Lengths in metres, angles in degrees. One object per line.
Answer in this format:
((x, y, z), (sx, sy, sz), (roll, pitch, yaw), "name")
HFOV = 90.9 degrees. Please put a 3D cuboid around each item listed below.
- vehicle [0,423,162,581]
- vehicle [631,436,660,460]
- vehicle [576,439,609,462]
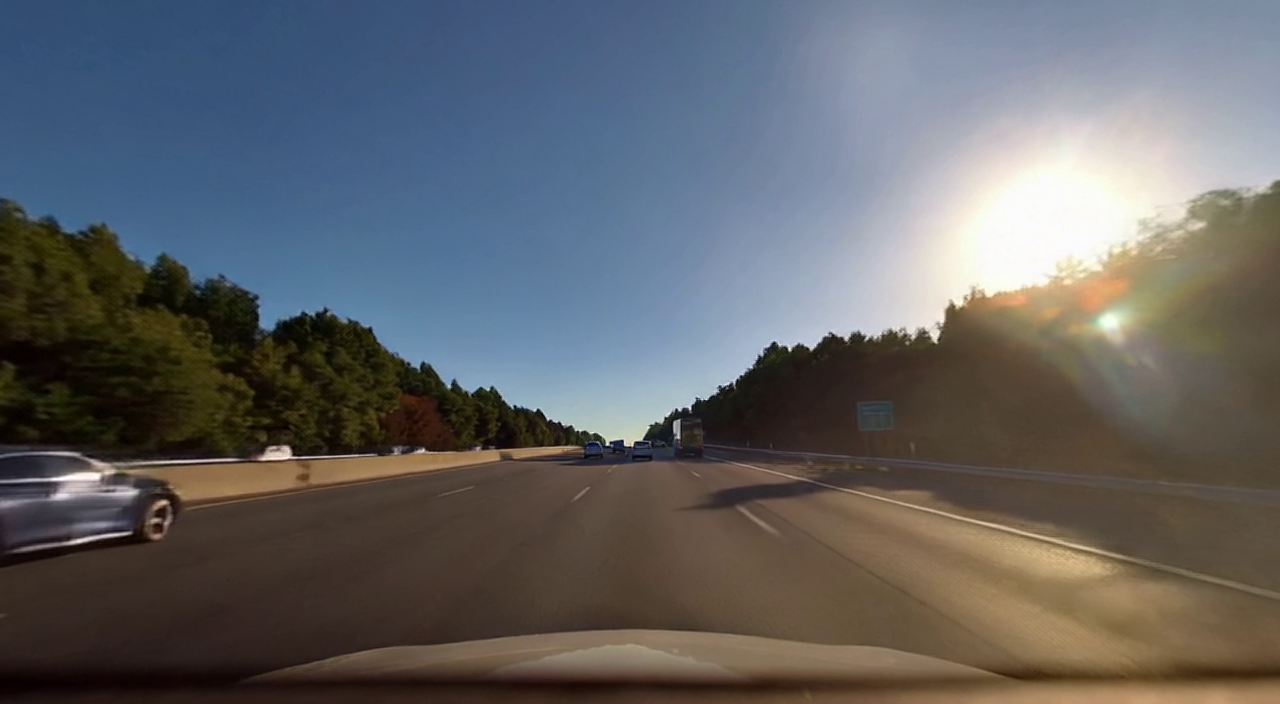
((-7.173, 1.385, 5.675), (1.947, 1.513, 4.751), (0, -9, 1), "vehicle")
((0.408, 7.583, 49.721), (2.212, 1.807, 4.372), (0, -9, 0), "vehicle")
((-3.388, 7.111, 45.440), (2.025, 1.571, 3.662), (0, -9, 1), "vehicle")
